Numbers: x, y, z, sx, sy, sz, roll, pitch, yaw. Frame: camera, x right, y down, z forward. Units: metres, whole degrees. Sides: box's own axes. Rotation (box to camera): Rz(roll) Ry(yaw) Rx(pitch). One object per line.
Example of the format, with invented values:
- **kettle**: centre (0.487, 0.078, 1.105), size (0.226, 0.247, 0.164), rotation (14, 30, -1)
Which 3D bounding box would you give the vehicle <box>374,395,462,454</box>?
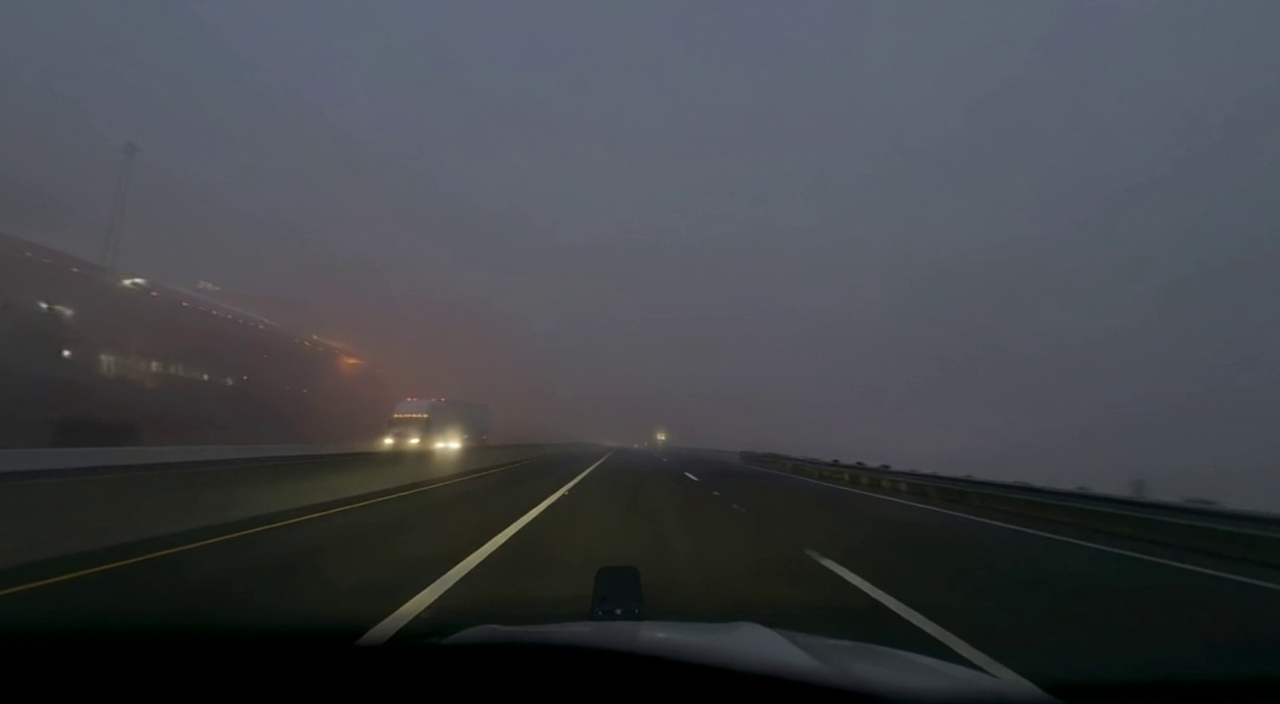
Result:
- **vehicle**: centre (-16.108, 5.492, 46.746), size (2.898, 3.893, 10.289), rotation (0, -8, -1)
